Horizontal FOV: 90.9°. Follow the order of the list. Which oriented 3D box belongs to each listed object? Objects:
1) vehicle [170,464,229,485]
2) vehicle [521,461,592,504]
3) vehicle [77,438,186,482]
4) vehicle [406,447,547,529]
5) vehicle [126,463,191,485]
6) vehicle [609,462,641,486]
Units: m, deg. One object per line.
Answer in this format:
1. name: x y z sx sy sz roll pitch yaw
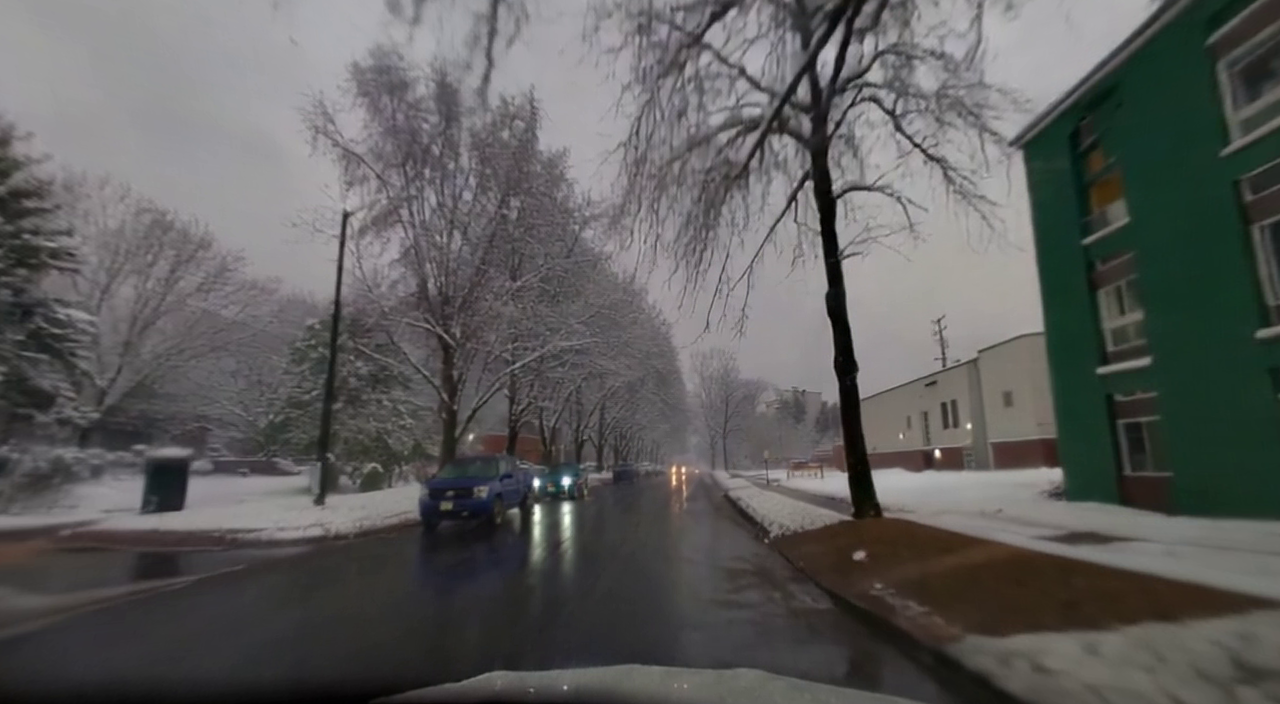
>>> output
1. vehicle: -30.879 8.584 44.239 1.590 1.392 3.279 0 -11 3
2. vehicle: -3.228 5.185 25.322 1.903 1.542 4.115 -2 -10 6
3. vehicle: -38.340 8.215 47.812 2.519 3.043 6.151 0 -10 6
4. vehicle: -3.941 3.393 16.191 2.022 1.776 4.625 -1 -10 5
5. vehicle: -33.895 8.617 44.440 1.576 1.410 3.430 1 -10 4
6. vehicle: -1.042 8.972 46.451 2.011 1.596 3.760 -1 -10 4
